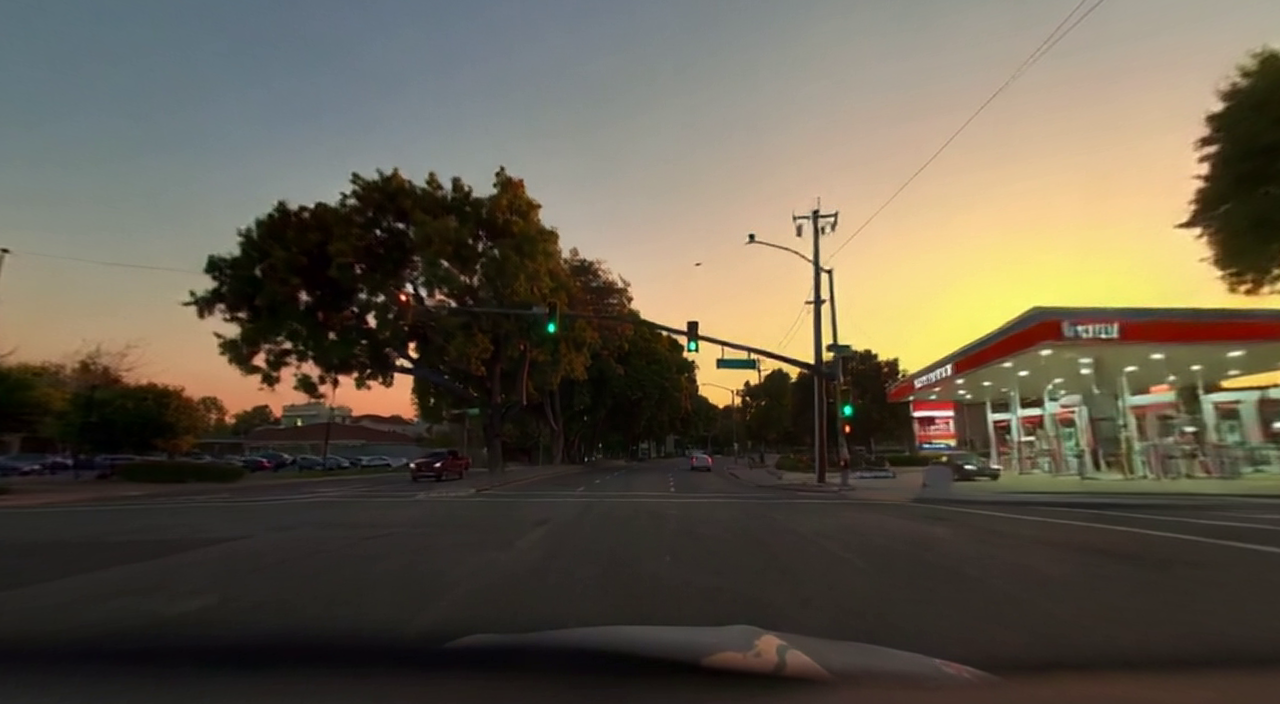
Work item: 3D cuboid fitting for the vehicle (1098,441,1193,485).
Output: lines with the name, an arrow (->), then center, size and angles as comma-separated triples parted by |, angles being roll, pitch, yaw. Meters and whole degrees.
vehicle -> 23.395, 5.090, 29.162 | 4.920, 1.864, 2.027 | 7, -11, -36

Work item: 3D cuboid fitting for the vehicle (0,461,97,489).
vehicle -> -32.646, 6.714, 34.559 | 4.026, 1.453, 1.898 | 0, -9, 1

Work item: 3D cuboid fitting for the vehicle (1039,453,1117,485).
vehicle -> 22.004, 5.827, 31.655 | 4.329, 1.461, 1.873 | 7, -11, -38

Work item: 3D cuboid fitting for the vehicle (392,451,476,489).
vehicle -> -9.054, 5.205, 28.233 | 2.023, 1.498, 4.605 | 0, -9, 3

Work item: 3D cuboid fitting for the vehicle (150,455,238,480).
vehicle -> -32.139, 8.303, 45.619 | 4.820, 1.694, 2.101 | -1, -9, 5

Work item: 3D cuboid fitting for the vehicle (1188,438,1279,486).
vehicle -> 25.379, 4.632, 26.894 | 4.799, 1.850, 2.174 | 8, -12, -39

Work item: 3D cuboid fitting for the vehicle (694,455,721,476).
vehicle -> 5.177, 8.746, 48.821 | 1.908, 1.492, 3.977 | 0, -9, 3

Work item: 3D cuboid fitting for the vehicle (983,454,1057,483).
vehicle -> 20.185, 6.201, 33.475 | 4.553, 1.371, 2.019 | 10, -16, -42

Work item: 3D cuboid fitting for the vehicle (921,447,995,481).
vehicle -> 17.867, 6.247, 35.407 | 4.601, 1.766, 2.015 | 8, -14, -42

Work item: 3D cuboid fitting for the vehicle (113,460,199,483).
vehicle -> -32.568, 8.036, 42.568 | 4.233, 1.434, 1.961 | 0, -9, 4
